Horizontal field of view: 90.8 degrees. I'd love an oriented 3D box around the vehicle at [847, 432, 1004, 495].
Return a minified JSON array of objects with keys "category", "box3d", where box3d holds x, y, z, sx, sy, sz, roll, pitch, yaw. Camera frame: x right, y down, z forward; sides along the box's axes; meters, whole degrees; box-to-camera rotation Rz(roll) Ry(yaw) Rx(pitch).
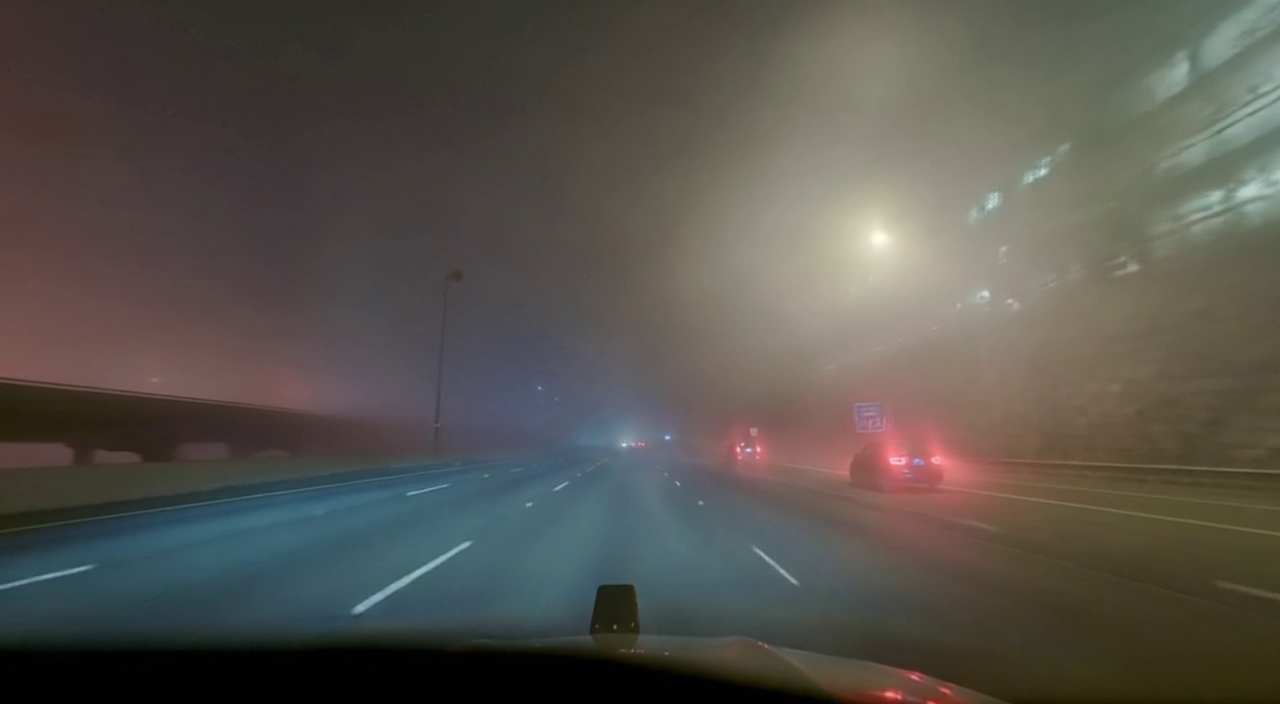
[{"category":"vehicle","box3d":[8.421,3.331,19.325,2.165,1.636,5.175,0,-8,-3]}]
